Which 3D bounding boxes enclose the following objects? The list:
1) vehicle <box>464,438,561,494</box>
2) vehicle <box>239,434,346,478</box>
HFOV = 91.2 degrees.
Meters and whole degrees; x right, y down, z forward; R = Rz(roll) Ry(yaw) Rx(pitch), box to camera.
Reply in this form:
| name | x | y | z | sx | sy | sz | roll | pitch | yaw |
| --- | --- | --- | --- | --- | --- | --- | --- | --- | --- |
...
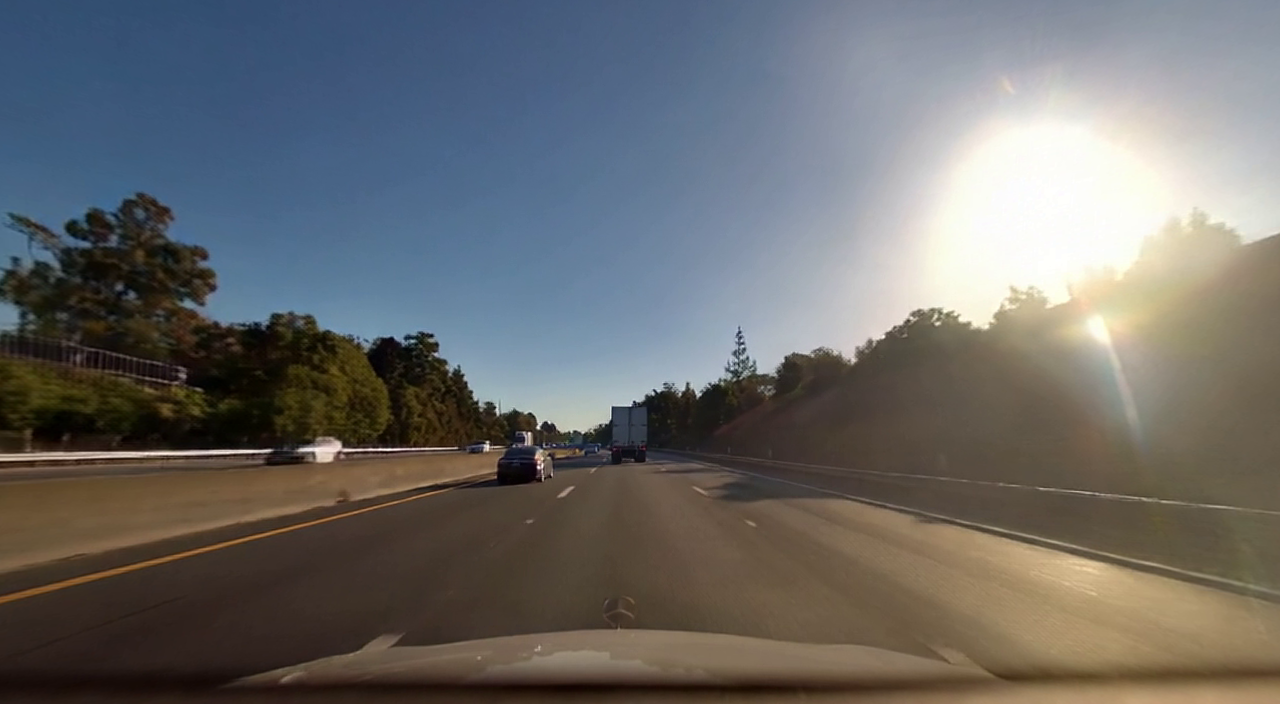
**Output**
| name | x | y | z | sx | sy | sz | roll | pitch | yaw |
| --- | --- | --- | --- | --- | --- | --- | --- | --- | --- |
| vehicle | -3.780 | 3.480 | 19.435 | 2.057 | 1.519 | 4.372 | 0 | -9 | 1 |
| vehicle | -13.123 | 3.953 | 23.989 | 1.815 | 1.494 | 4.002 | 0 | -9 | 0 |
